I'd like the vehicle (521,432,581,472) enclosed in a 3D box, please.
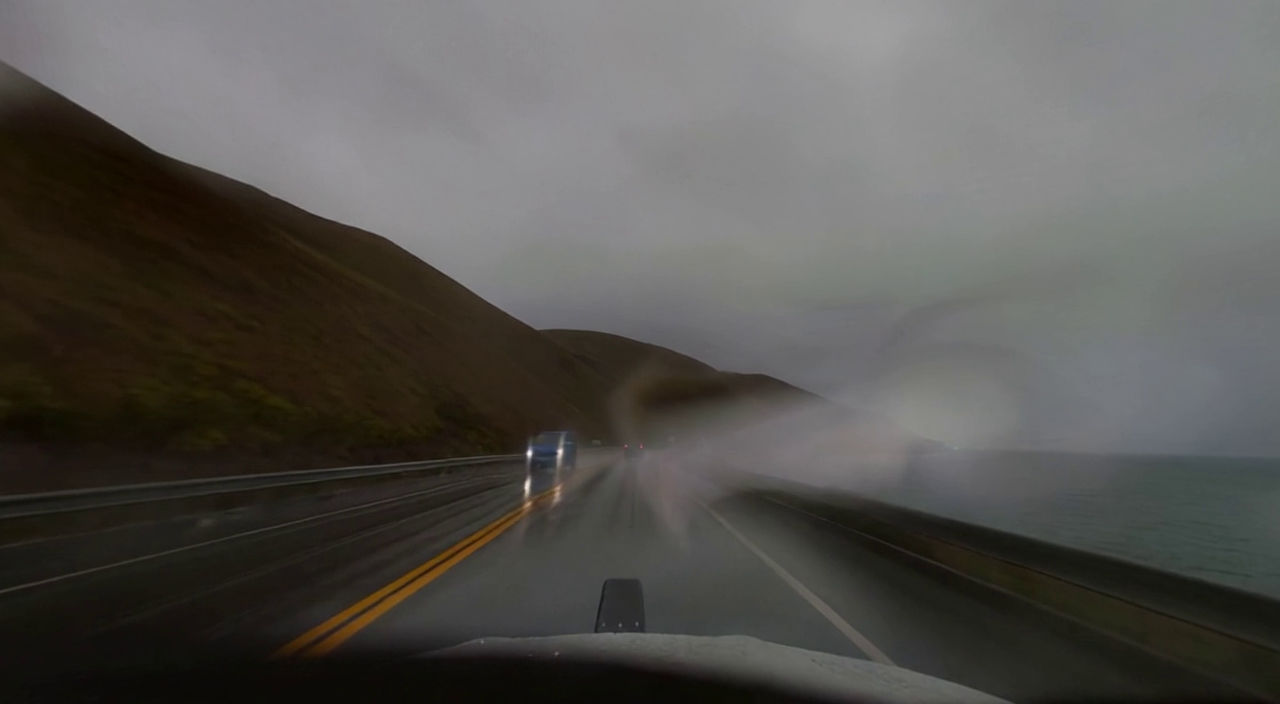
[{"bbox_3d":[-4.316,4.975,31.421,2.180,1.826,5.350,0,-9,0],"label":"vehicle"}]
